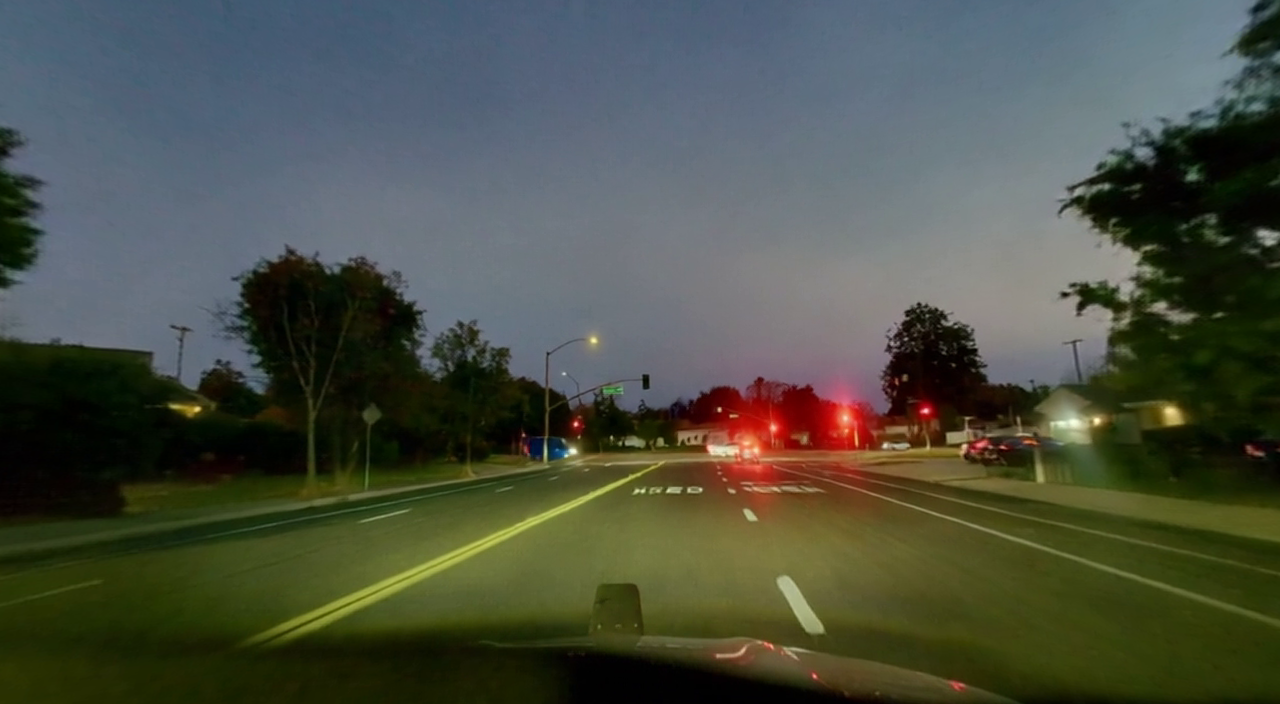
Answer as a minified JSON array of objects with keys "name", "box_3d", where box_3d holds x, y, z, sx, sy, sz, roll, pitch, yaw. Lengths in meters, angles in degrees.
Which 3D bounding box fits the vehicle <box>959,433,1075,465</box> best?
[{"name":"vehicle","box_3d":[19.552,5.046,32.987,4.702,1.595,1.986,-1,-8,5]}]

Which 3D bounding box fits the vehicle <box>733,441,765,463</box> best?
[{"name":"vehicle","box_3d":[7.746,7.166,45.283,1.947,1.485,4.336,-1,-8,5]}]
